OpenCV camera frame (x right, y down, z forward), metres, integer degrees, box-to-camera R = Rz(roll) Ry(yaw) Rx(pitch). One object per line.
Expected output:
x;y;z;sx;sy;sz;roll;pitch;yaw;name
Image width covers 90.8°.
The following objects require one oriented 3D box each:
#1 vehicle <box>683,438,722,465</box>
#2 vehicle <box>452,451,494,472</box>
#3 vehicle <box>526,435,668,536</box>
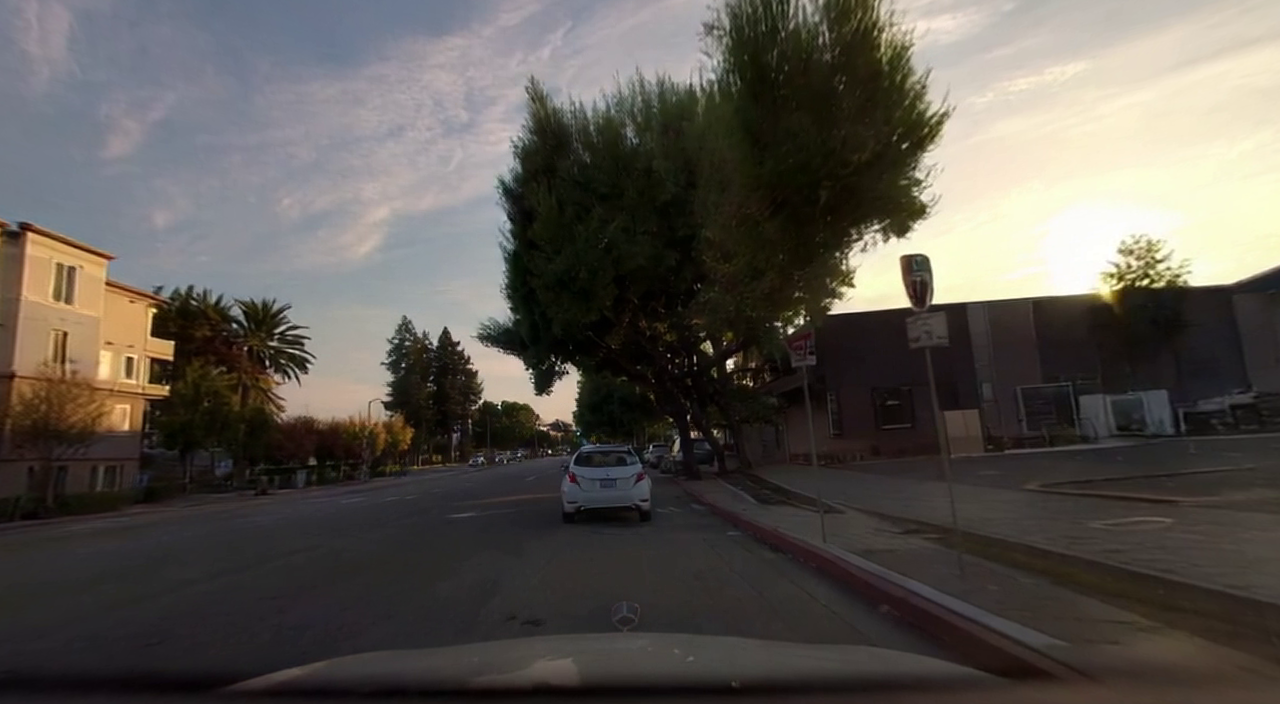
3.646;5.903;37.619;1.972;1.484;3.974;0;-8;1;vehicle
-12.783;8.405;48.592;1.962;1.472;4.387;-1;-8;2;vehicle
-0.760;2.335;11.745;2.116;1.479;4.358;0;-8;-3;vehicle
